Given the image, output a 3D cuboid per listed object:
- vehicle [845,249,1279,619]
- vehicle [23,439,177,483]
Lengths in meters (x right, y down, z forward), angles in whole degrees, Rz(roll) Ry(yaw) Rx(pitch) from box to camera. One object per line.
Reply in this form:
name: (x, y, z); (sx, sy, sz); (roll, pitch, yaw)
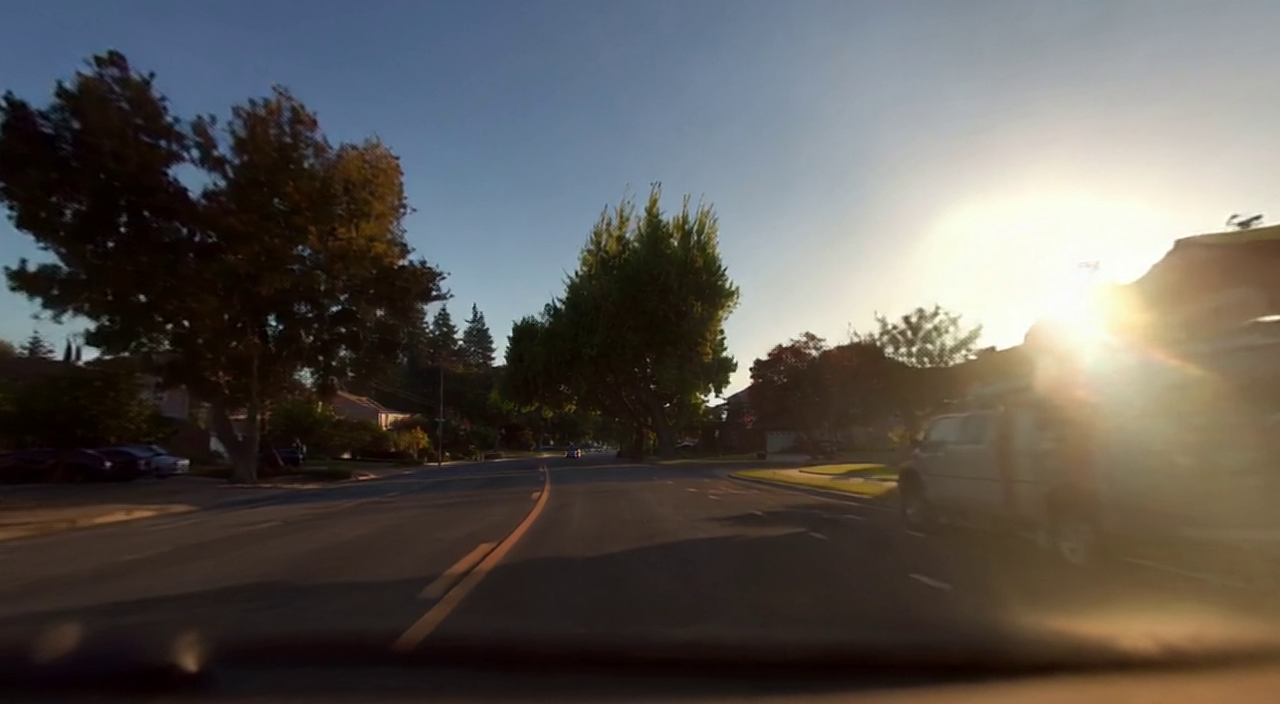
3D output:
vehicle: (6.966, 1.183, 9.005); (4.991, 2.862, 7.939); (1, -8, -4)
vehicle: (-25.135, 5.055, 29.615); (4.975, 1.847, 2.096); (0, -8, -11)
